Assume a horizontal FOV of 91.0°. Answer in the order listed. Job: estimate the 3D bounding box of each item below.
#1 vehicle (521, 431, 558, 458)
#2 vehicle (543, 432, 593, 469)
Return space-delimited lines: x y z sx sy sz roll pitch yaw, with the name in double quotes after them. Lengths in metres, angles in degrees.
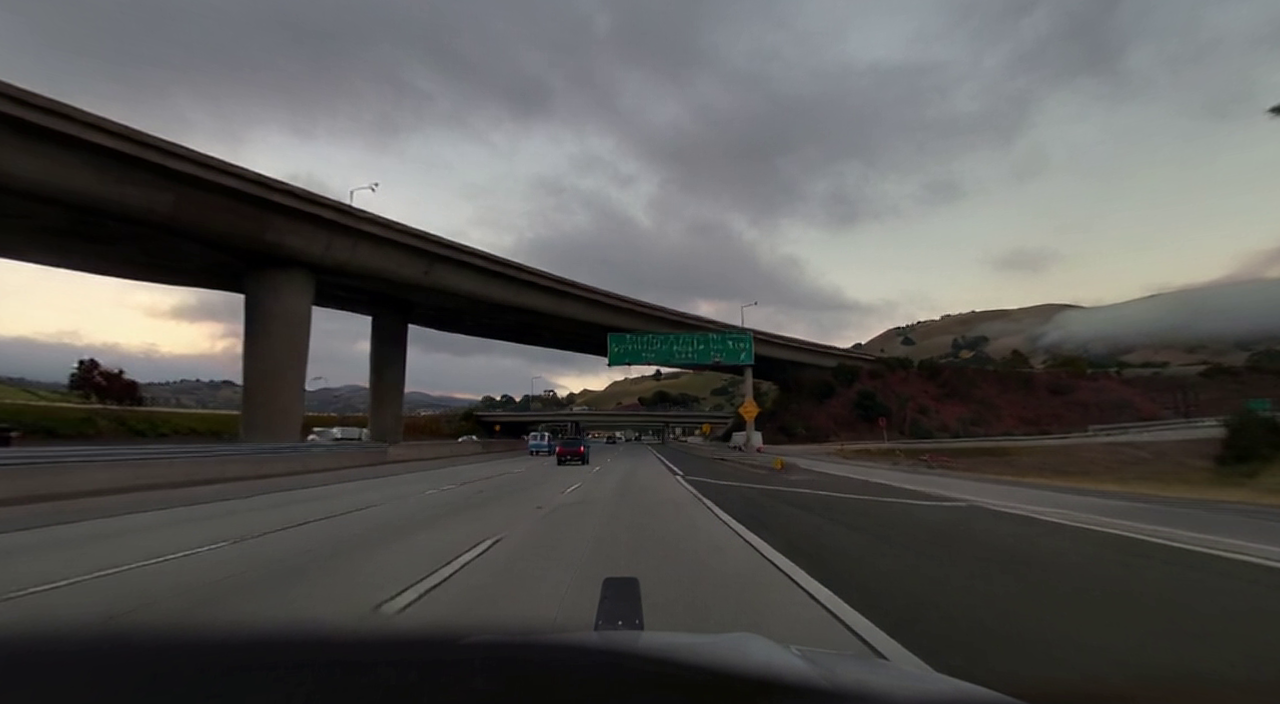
-7.779 7.258 49.237 2.132 1.984 4.639 0 -9 0 "vehicle"
-3.864 5.416 34.746 2.144 1.847 4.850 0 -8 1 "vehicle"
